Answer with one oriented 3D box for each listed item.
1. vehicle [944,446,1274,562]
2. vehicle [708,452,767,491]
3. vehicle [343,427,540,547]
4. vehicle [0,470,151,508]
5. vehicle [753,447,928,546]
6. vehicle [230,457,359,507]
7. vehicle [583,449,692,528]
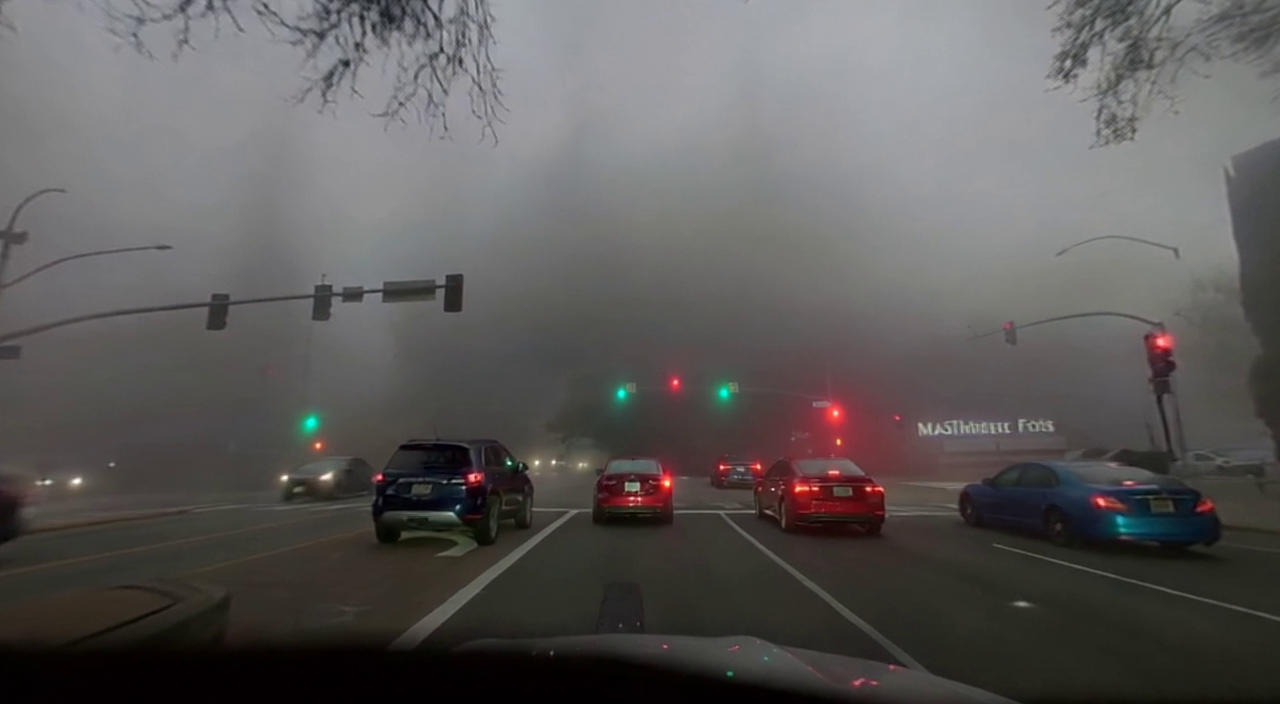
[{"bbox_3d":[7.295,2.345,10.662,2.004,1.508,4.646,0,-8,0],"label":"vehicle"},{"bbox_3d":[4.132,5.121,27.427,1.888,1.472,4.528,0,-8,1],"label":"vehicle"},{"bbox_3d":[-3.465,2.466,12.343,2.160,1.823,5.115,0,-8,0],"label":"vehicle"},{"bbox_3d":[-25.411,6.161,28.557,4.679,1.488,2.052,2,-9,-14],"label":"vehicle"},{"bbox_3d":[3.476,2.549,11.884,2.020,1.513,4.120,0,-8,1],"label":"vehicle"},{"bbox_3d":[-12.057,4.536,22.454,1.912,1.477,4.398,-1,-8,3],"label":"vehicle"},{"bbox_3d":[-0.037,2.939,14.210,2.098,1.477,3.897,0,-8,0],"label":"vehicle"}]
